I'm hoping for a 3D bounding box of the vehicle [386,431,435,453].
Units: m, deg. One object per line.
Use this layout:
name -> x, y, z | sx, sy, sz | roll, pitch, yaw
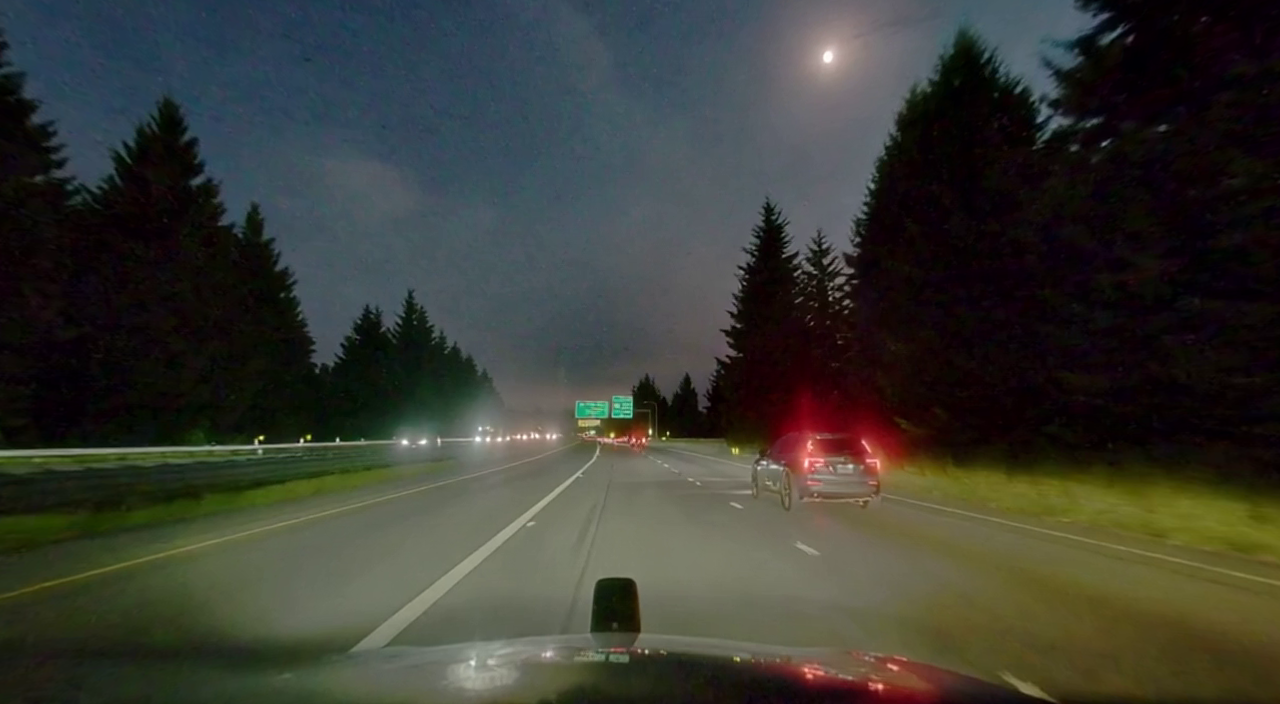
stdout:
vehicle -> -16.436, 6.489, 45.390 | 1.951, 1.470, 4.535 | 0, -8, -1
